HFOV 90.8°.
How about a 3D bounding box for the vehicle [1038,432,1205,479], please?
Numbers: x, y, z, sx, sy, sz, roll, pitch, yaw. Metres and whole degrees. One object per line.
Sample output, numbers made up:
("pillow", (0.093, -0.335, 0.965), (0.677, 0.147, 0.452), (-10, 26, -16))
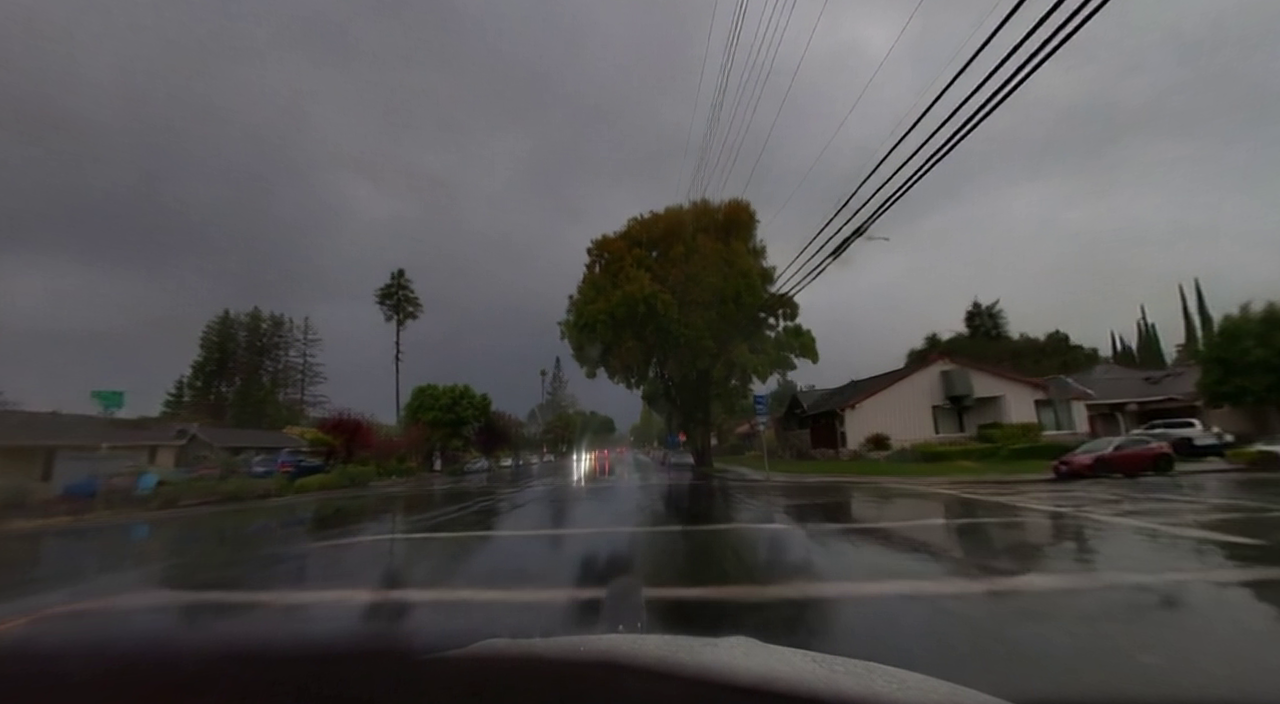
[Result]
("vehicle", (15.979, 3.447, 21.114), (4.001, 1.484, 1.961), (1, -9, -4))

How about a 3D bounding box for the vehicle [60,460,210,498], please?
("vehicle", (-21.822, 5.487, 27.458), (4.728, 1.536, 2.006), (0, -9, 0))

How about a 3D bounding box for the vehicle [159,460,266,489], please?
("vehicle", (-22.767, 6.511, 33.764), (4.344, 1.471, 1.813), (0, -9, -3))

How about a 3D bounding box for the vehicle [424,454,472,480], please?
("vehicle", (-14.254, 8.534, 47.206), (1.913, 1.745, 4.992), (0, -9, 1))

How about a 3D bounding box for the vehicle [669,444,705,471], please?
("vehicle", (3.164, 7.285, 43.651), (2.045, 1.746, 4.564), (0, -9, -2))

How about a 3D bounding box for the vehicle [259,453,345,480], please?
("vehicle", (-22.671, 7.698, 42.465), (4.612, 1.736, 1.951), (0, -9, -1))
